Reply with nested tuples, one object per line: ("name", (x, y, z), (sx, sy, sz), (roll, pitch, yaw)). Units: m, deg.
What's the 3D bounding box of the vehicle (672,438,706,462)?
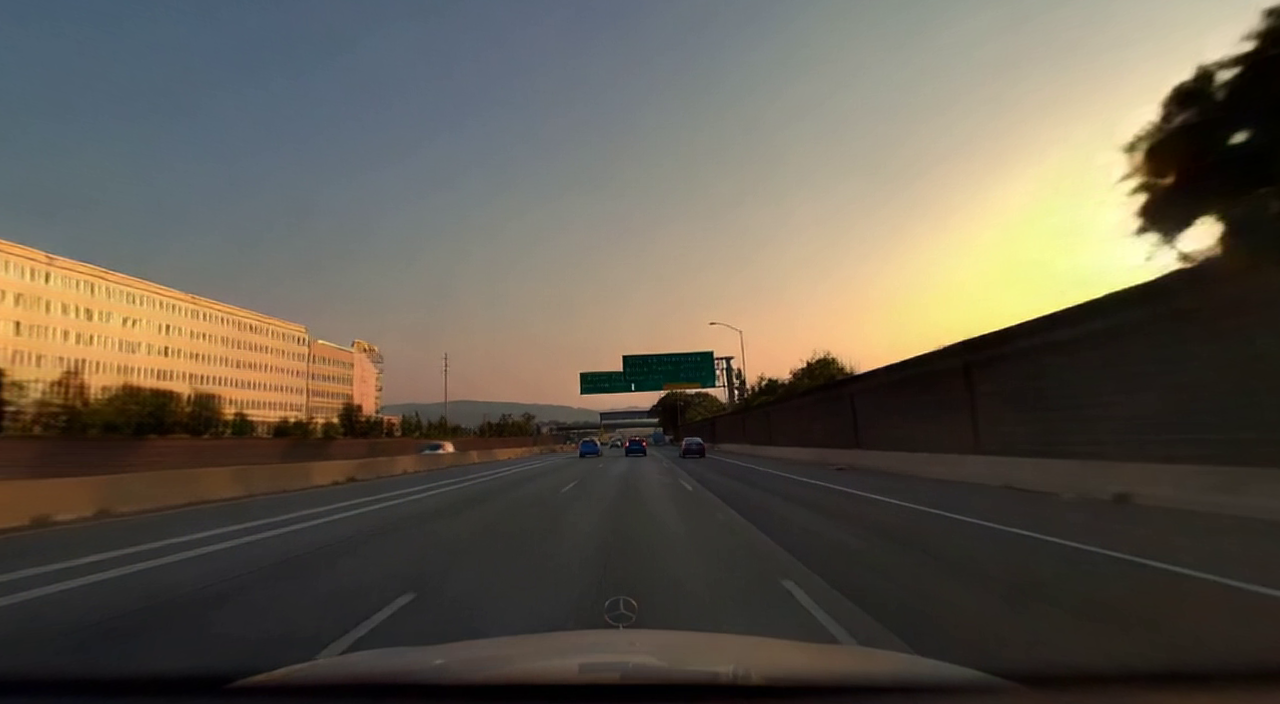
("vehicle", (3.367, 6.795, 43.804), (1.992, 1.532, 3.996), (-1, -8, -1))
